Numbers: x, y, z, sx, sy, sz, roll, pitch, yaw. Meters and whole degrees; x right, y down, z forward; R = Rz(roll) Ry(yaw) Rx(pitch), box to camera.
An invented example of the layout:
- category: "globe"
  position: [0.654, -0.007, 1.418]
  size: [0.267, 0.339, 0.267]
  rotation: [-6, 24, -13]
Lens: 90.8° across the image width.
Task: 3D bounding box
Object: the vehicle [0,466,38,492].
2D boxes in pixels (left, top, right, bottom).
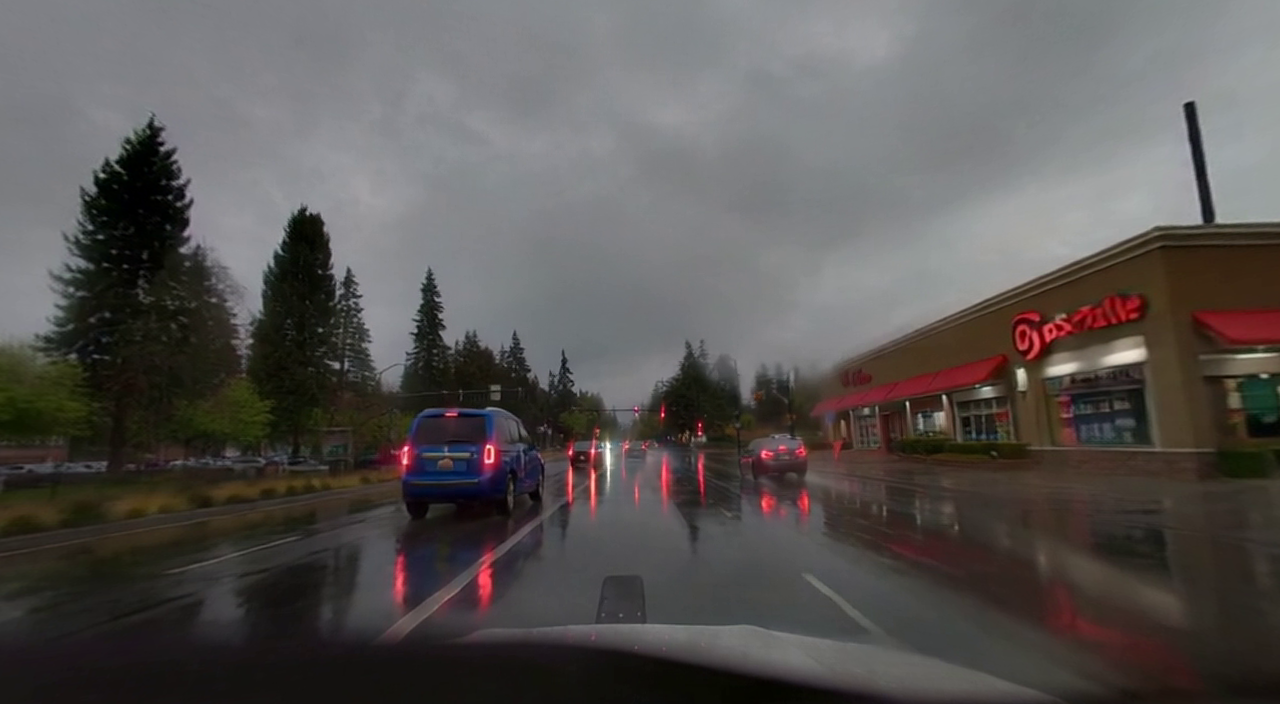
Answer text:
- category: "vehicle"
  position: [-42.072, 8.479, 42.289]
  size: [4.478, 1.494, 1.934]
  rotation: [-8, -11, 40]

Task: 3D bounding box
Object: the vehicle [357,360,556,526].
- category: "vehicle"
  position: [-3.475, 1.965, 13.652]
  size: [2.443, 2.784, 5.862]
  rotation: [0, -9, 1]

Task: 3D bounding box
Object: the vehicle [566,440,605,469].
- category: "vehicle"
  position: [-3.363, 6.422, 39.712]
  size: [2.030, 1.724, 4.365]
  rotation: [0, -9, 1]

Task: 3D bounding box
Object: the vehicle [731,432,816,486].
- category: "vehicle"
  position: [4.403, 3.596, 21.464]
  size: [1.869, 1.646, 4.166]
  rotation: [0, -9, -1]
